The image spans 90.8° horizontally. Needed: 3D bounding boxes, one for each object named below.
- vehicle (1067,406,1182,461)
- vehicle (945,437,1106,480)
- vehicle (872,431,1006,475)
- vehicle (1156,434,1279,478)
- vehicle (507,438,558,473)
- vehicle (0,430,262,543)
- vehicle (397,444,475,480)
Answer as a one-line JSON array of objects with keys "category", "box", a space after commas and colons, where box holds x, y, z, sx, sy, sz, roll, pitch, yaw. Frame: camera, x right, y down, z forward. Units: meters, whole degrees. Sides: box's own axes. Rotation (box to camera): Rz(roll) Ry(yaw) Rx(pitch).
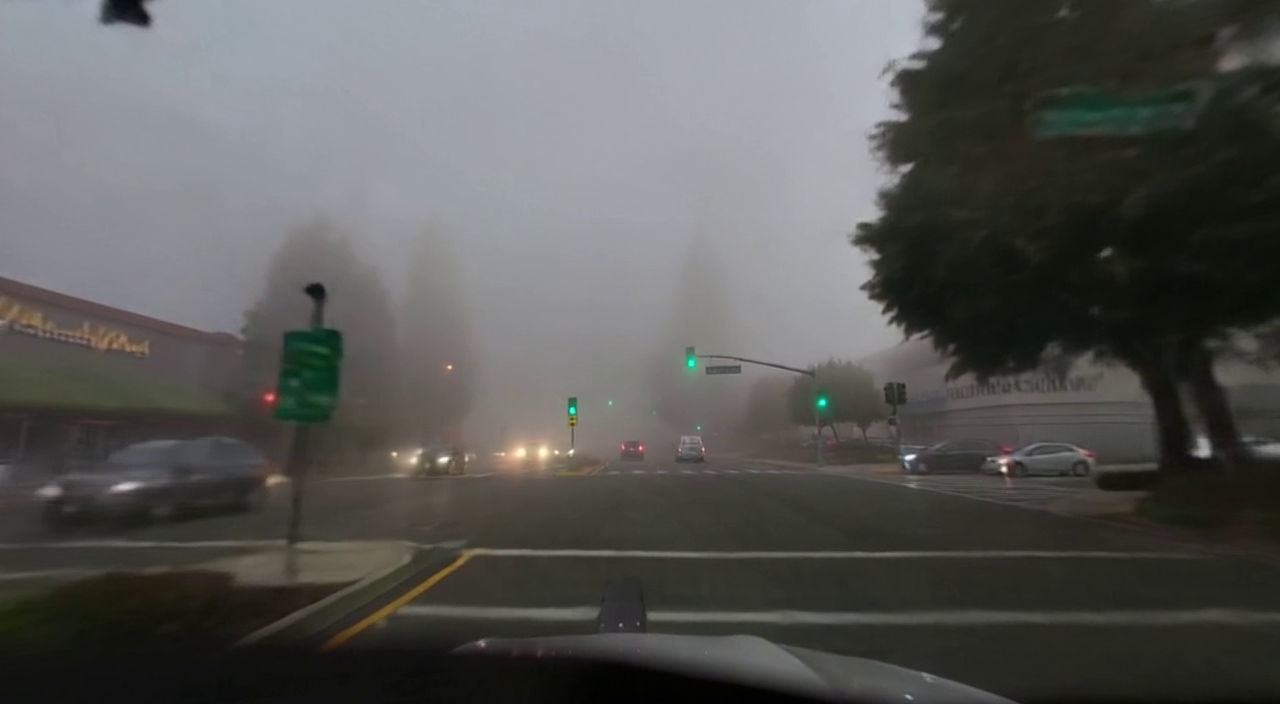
[{"category": "vehicle", "box": [36.772, 6.314, 48.582, 3.124, 3.783, 10.331, -3, -8, 15]}, {"category": "vehicle", "box": [13.845, 3.848, 22.894, 4.506, 1.479, 1.924, 0, -9, 1]}, {"category": "vehicle", "box": [12.680, 4.331, 27.081, 4.641, 1.772, 2.080, -1, -9, 6]}, {"category": "vehicle", "box": [21.246, 3.699, 22.695, 3.995, 1.463, 1.862, 1, -9, -9]}, {"category": "vehicle", "box": [-5.906, 5.704, 35.227, 1.983, 1.715, 4.466, -3, -8, 0]}, {"category": "vehicle", "box": [-8.959, 2.274, 11.323, 1.918, 1.640, 3.971, 0, -9, -1]}, {"category": "vehicle", "box": [-8.906, 4.833, 27.986, 2.067, 1.460, 4.290, 0, -9, 0]}]
